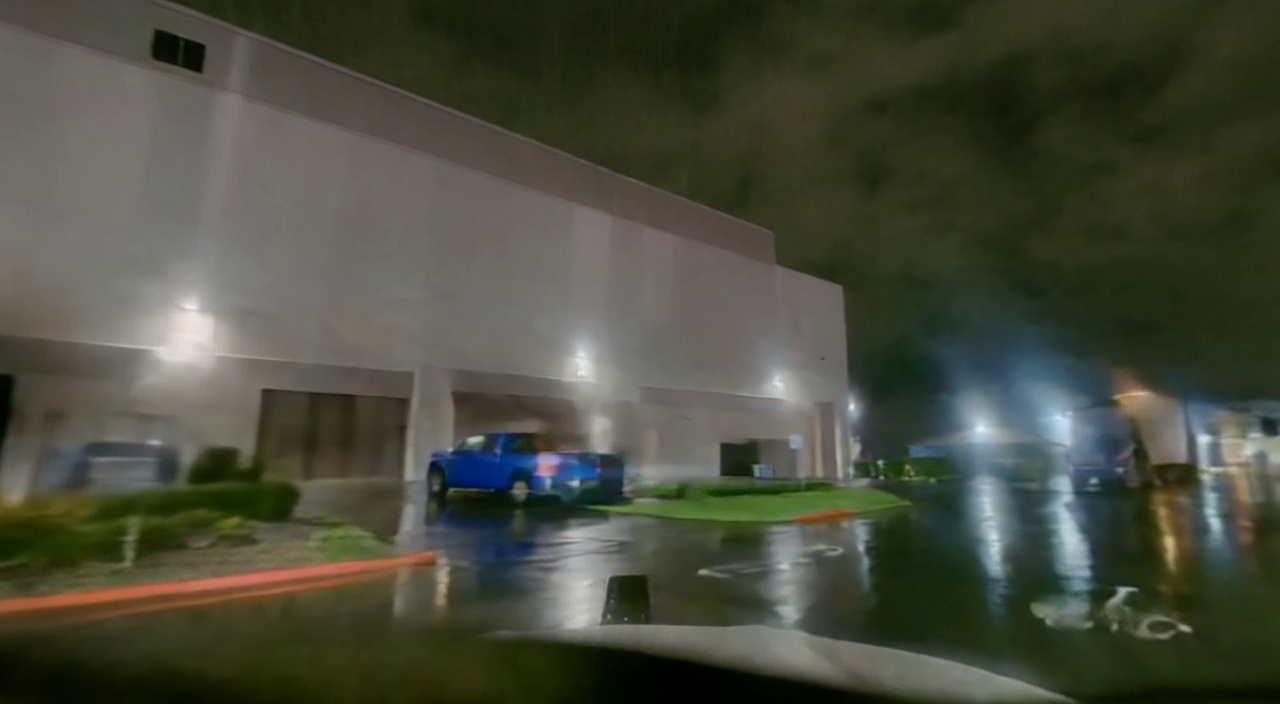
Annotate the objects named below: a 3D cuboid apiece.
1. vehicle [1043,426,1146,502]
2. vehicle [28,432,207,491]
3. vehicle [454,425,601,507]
[{"bbox_3d":[28.172,6.829,38.949,7.722,4.217,3.111,8,-12,-41],"label":"vehicle"},{"bbox_3d":[-20.843,4.372,25.361,1.997,2.103,5.207,-9,-13,44],"label":"vehicle"},{"bbox_3d":[-4.760,4.571,26.175,6.271,3.004,2.298,-5,-9,37],"label":"vehicle"}]
